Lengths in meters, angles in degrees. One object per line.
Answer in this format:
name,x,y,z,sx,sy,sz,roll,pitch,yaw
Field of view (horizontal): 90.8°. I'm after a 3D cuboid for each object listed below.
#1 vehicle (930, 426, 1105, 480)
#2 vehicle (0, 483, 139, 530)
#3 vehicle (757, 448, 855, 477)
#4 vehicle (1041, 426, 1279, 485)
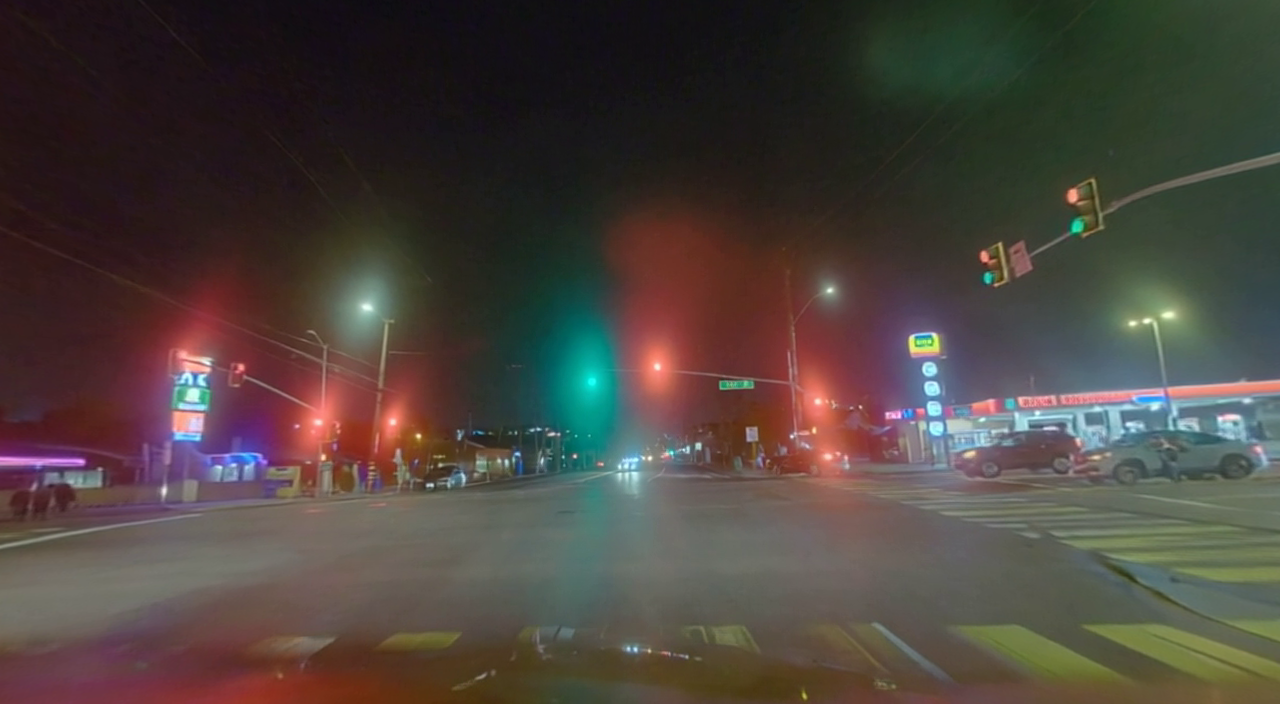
vehicle,12.962,3.518,22.137,4.916,1.730,1.986,-4,-9,22
vehicle,-21.167,5.526,22.799,4.676,1.463,1.909,-1,-8,6
vehicle,8.961,5.955,34.223,4.728,1.468,2.083,-5,-10,31
vehicle,14.416,2.916,17.821,4.835,1.487,1.913,-3,-9,20
